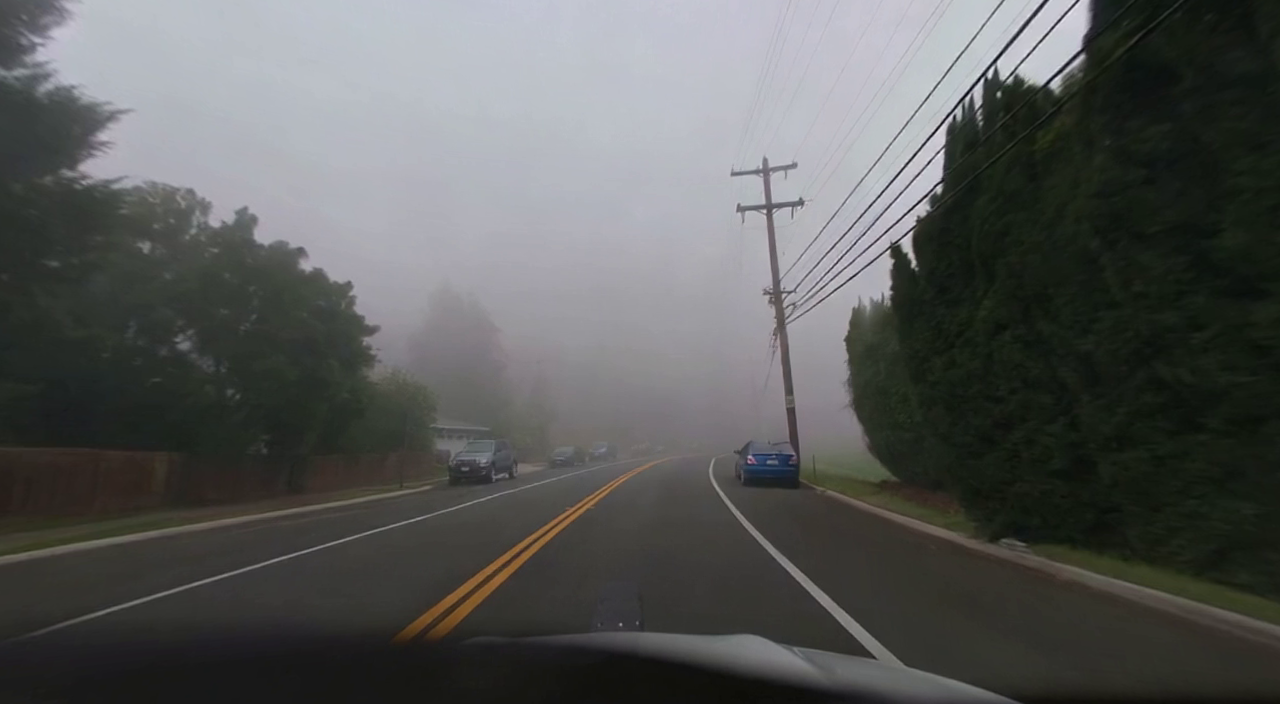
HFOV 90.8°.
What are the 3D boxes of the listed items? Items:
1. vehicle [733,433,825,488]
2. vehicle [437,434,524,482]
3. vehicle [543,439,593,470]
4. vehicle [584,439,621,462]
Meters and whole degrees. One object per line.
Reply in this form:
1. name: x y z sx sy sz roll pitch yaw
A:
1. vehicle: 4.065 3.261 19.274 2.054 1.470 4.504 -1 -9 3
2. vehicle: -6.243 4.310 25.371 2.025 1.715 4.363 -1 -11 5
3. vehicle: -4.421 6.412 39.356 1.840 1.523 4.333 4 -11 10
4. vehicle: -2.862 7.618 48.599 1.927 1.542 3.886 -4 -12 10
